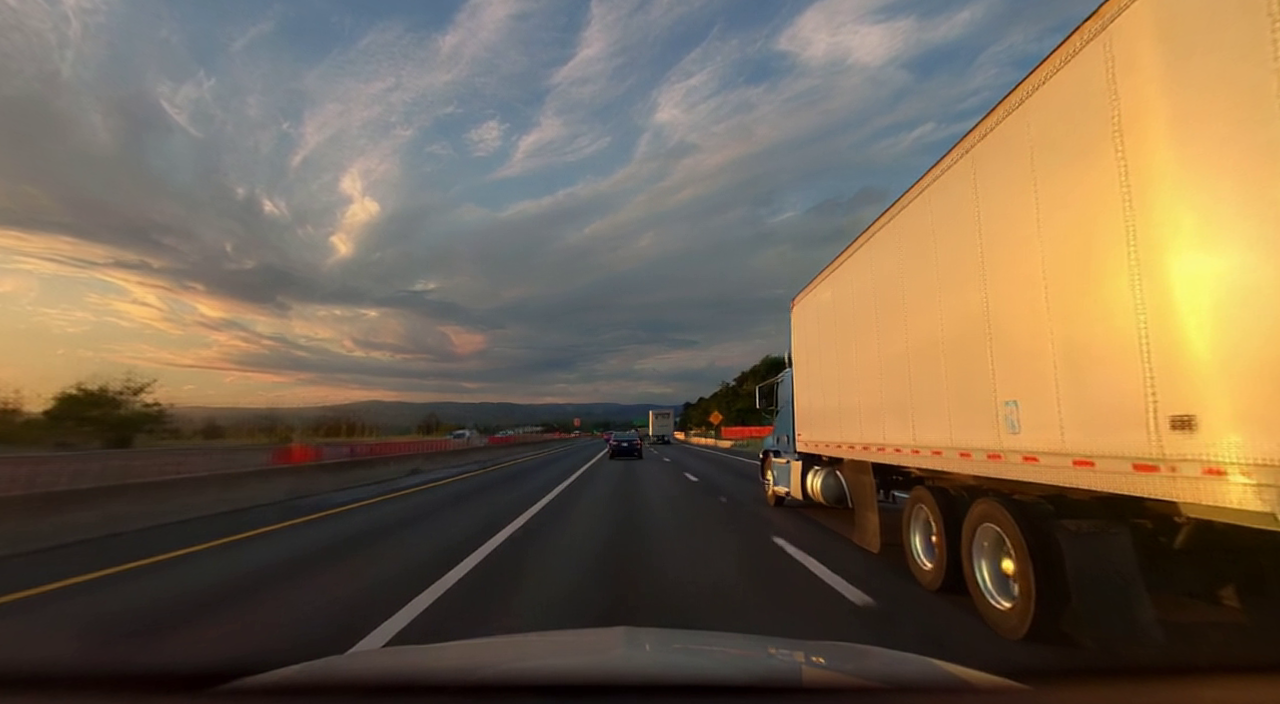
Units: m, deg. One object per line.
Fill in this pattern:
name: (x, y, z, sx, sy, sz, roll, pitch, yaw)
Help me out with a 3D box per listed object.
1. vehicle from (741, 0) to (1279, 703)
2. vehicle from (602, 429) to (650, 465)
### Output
vehicle: (3.557, 0.290, 6.522, 2.919, 3.634, 10.888, 0, -8, -2)
vehicle: (-0.596, 4.112, 27.474, 1.929, 1.469, 3.677, 0, -8, -1)
